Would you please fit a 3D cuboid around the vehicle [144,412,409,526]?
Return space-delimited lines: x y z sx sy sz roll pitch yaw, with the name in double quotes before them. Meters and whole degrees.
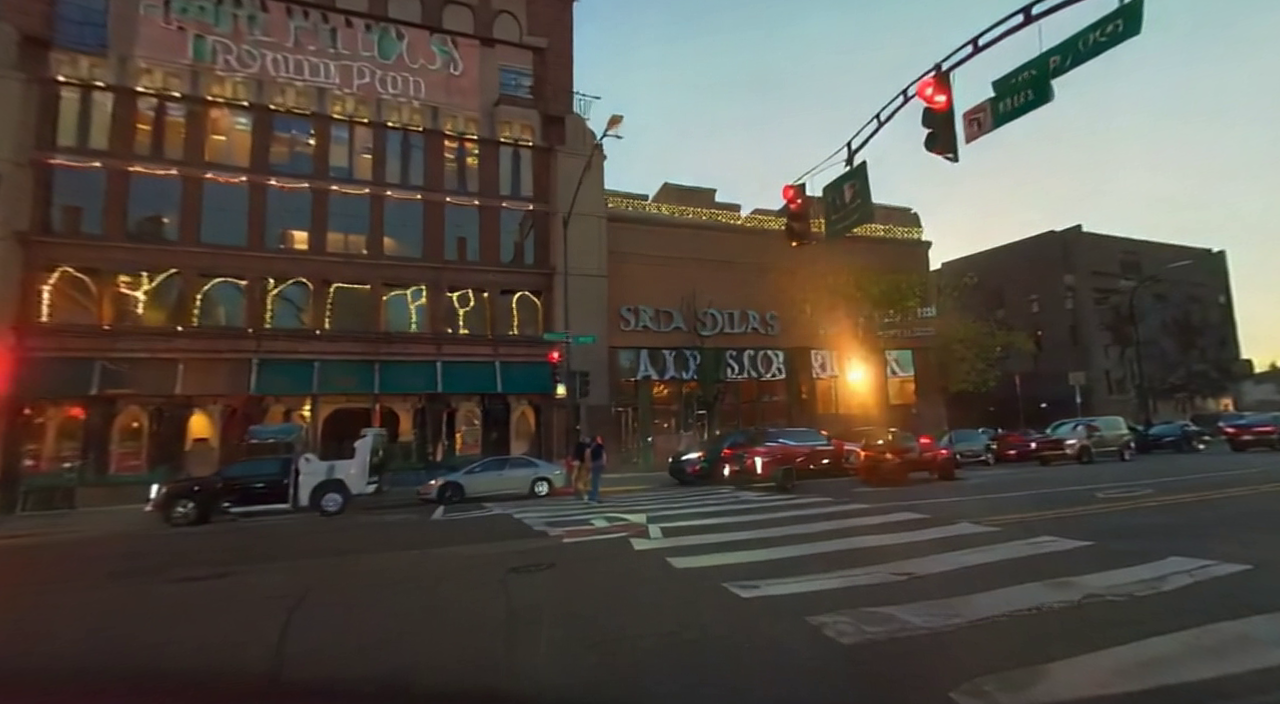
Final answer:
"vehicle" -10.199 3.343 18.554 6.182 2.913 2.526 3 -9 -18

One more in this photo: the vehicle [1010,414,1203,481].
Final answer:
"vehicle" 12.139 2.484 16.437 4.390 1.552 1.925 3 -9 -22

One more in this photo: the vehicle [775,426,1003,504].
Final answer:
"vehicle" 5.536 2.458 14.060 4.600 1.506 1.878 3 -9 -21

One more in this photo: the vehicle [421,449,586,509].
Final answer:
"vehicle" -4.025 3.694 18.679 4.515 1.583 1.920 3 -9 -17
